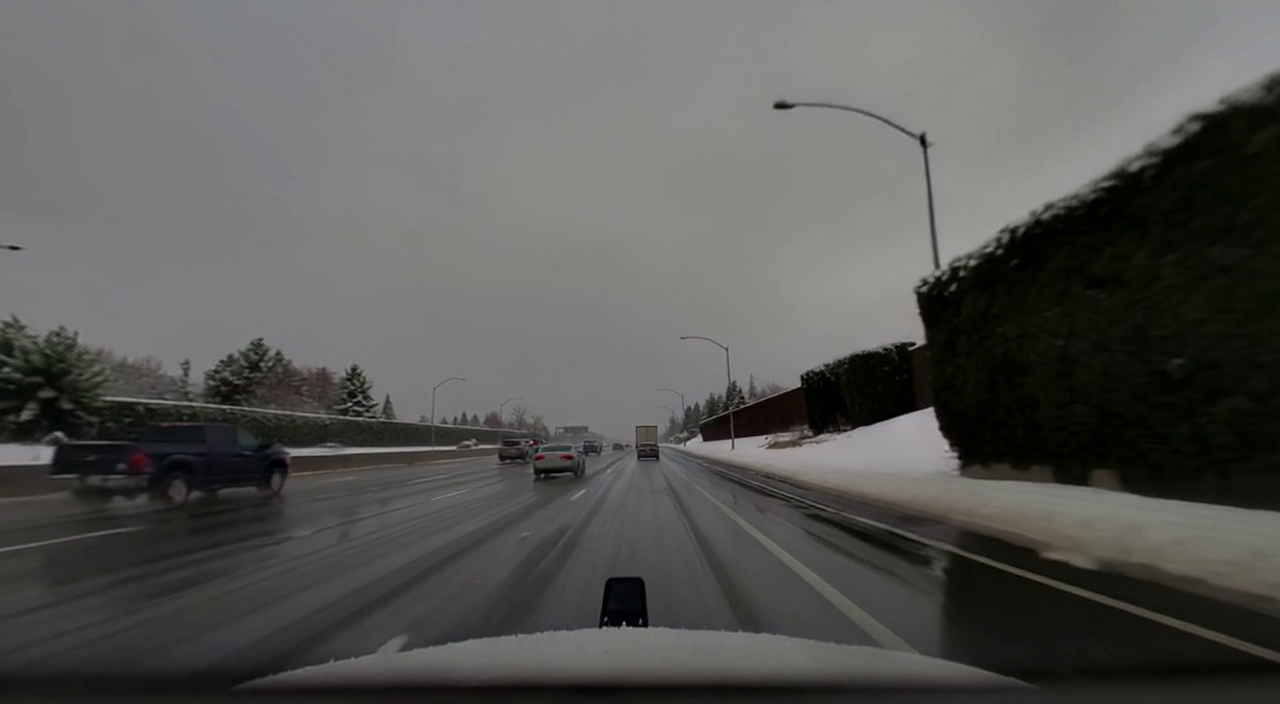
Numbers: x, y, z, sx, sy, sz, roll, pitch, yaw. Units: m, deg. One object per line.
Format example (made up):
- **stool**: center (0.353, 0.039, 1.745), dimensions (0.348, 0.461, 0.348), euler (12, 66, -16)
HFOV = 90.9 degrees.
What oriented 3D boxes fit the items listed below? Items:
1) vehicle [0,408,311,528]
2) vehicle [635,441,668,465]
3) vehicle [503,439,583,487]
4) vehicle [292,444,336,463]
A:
- **vehicle**: center (-9.915, 2.405, 13.724), dimensions (2.339, 2.018, 5.790), euler (0, -8, 0)
- **vehicle**: center (0.726, 6.633, 41.561), dimensions (2.073, 1.480, 4.343), euler (0, -8, 0)
- **vehicle**: center (-3.197, 3.743, 21.630), dimensions (2.056, 1.480, 4.022), euler (0, -8, 1)
- **vehicle**: center (-25.264, 7.844, 48.963), dimensions (1.534, 1.418, 3.461), euler (-1, -8, 1)
